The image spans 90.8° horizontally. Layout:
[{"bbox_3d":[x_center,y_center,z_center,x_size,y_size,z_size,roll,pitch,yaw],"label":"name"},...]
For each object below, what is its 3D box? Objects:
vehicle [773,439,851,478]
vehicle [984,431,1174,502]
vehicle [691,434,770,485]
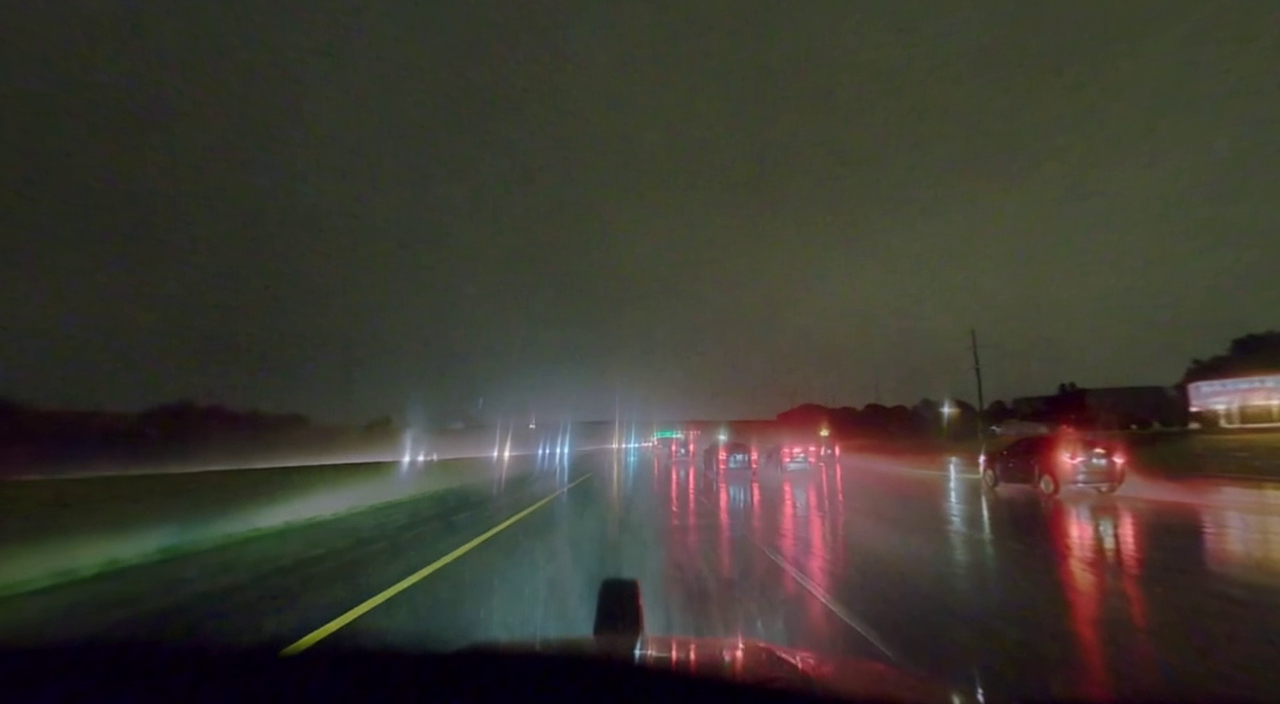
[{"bbox_3d":[7.027,4.400,26.341,1.952,1.442,4.259,0,-9,-2],"label":"vehicle"},{"bbox_3d":[10.902,2.849,16.147,1.844,1.560,4.085,0,-9,-1],"label":"vehicle"},{"bbox_3d":[3.076,3.776,22.452,1.977,1.601,4.598,0,-9,-2],"label":"vehicle"}]
